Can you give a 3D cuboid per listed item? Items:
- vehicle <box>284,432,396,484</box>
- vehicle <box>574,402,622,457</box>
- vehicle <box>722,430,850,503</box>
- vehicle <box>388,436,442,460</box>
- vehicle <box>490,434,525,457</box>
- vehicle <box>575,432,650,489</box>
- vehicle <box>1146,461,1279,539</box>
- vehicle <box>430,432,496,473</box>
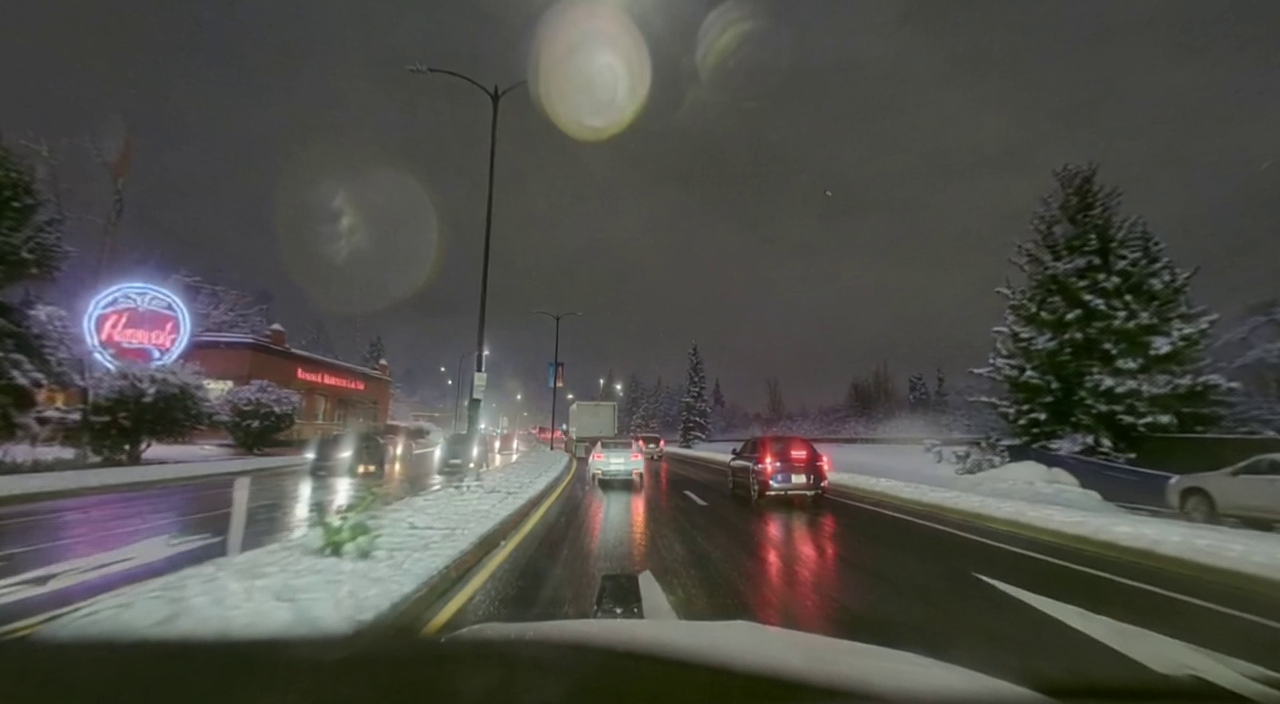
[{"bbox_3d":[-10.357,3.657,22.176,2.091,1.642,4.299,0,-8,-4],"label":"vehicle"},{"bbox_3d":[-3.067,5.467,44.122,2.917,3.482,6.946,1,-8,-7],"label":"vehicle"},{"bbox_3d":[3.256,2.618,14.948,1.889,1.480,3.876,0,-8,-4],"label":"vehicle"},{"bbox_3d":[-14.625,6.242,41.242,1.889,1.481,4.820,0,-8,-1],"label":"vehicle"},{"bbox_3d":[-9.456,6.666,45.143,2.007,1.532,4.266,0,-7,-6],"label":"vehicle"},{"bbox_3d":[-0.835,3.108,18.499,1.991,1.472,3.518,0,-8,-4],"label":"vehicle"},{"bbox_3d":[13.942,3.144,13.594,4.197,1.467,1.928,-2,-8,10],"label":"vehicle"},{"bbox_3d":[-7.492,4.264,27.089,1.966,1.616,4.038,0,-8,-5],"label":"vehicle"}]
